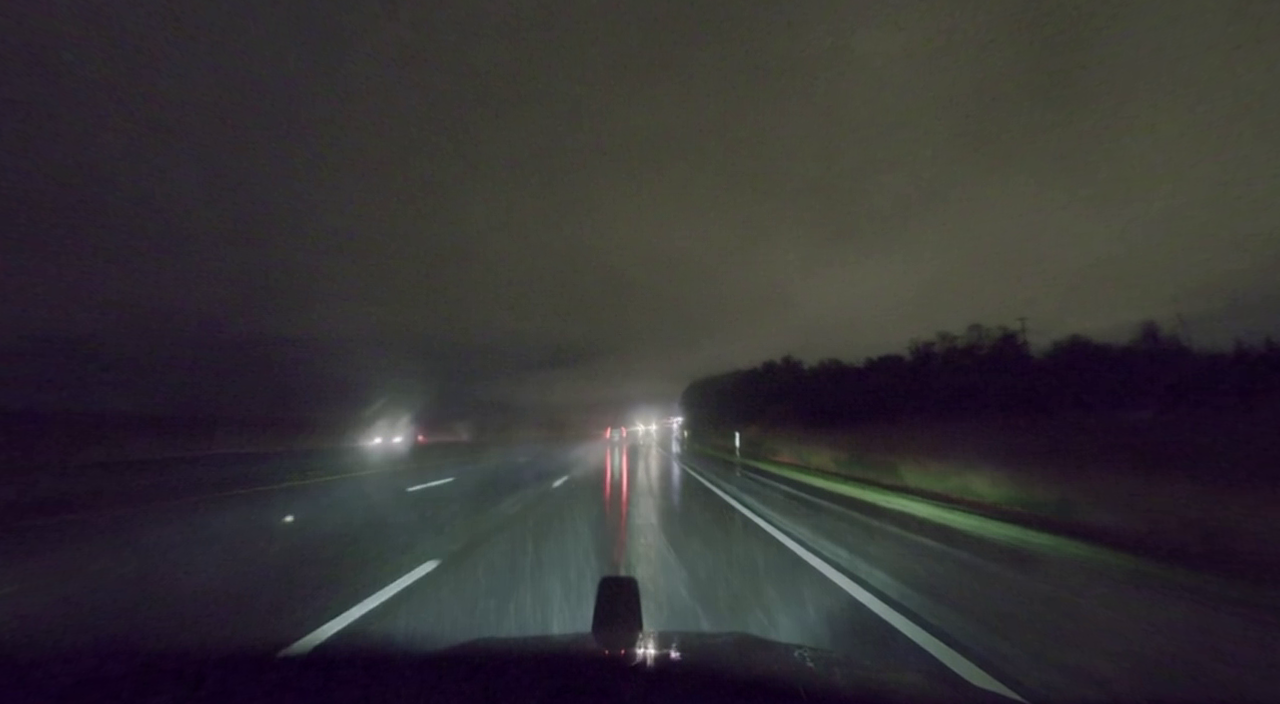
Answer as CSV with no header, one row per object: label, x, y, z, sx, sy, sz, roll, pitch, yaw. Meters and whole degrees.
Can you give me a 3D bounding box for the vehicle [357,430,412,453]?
vehicle,-18.270,6.401,45.213,1.900,1.572,4.762,0,-8,1
